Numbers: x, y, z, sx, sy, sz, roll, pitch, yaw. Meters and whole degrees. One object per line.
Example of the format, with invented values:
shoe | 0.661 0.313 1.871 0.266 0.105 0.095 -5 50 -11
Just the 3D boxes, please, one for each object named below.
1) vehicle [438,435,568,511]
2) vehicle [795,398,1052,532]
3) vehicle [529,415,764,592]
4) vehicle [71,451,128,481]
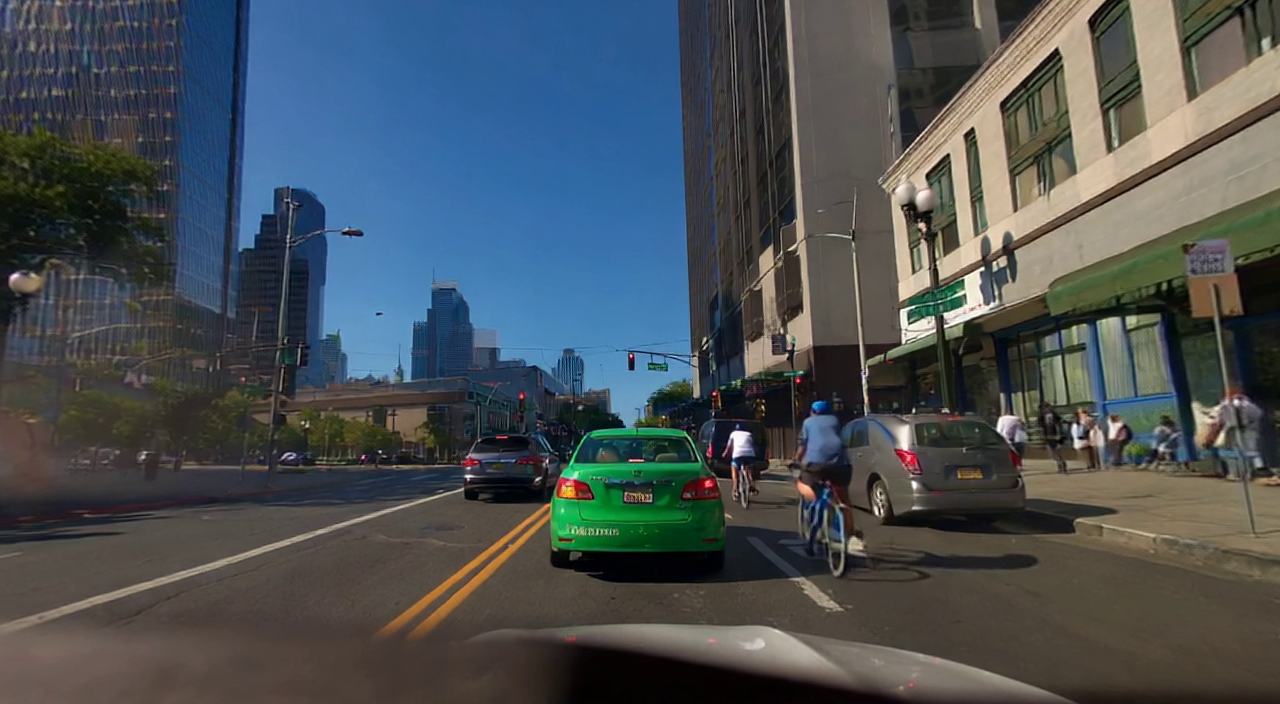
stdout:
vehicle | -2.943 2.708 14.622 2.039 1.452 4.489 0 -9 0
vehicle | 4.512 1.909 11.122 2.142 1.829 4.767 0 -9 -2
vehicle | 0.027 1.655 7.710 2.091 1.557 4.000 0 -9 -1
vehicle | -33.553 7.029 39.267 2.264 1.722 4.721 6 -11 -36
